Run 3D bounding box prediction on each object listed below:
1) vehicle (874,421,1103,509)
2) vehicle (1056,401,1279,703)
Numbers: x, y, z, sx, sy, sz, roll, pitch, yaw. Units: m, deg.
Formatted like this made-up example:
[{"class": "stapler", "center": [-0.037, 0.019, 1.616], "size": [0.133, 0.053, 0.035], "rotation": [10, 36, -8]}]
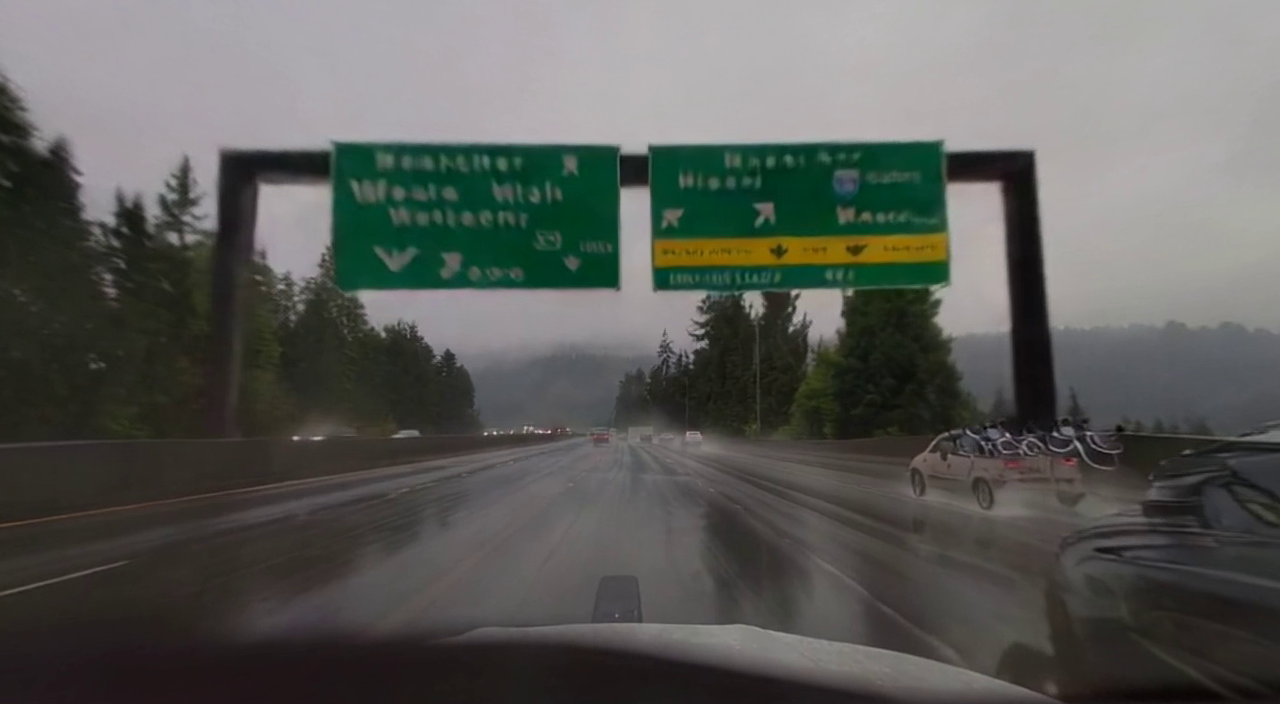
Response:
[{"class": "vehicle", "center": [6.942, 2.272, 13.350], "size": [2.034, 1.511, 4.785], "rotation": [0, -8, -2]}, {"class": "vehicle", "center": [3.902, 0.829, 1.909], "size": [2.094, 1.441, 4.568], "rotation": [0, -8, -1]}]
